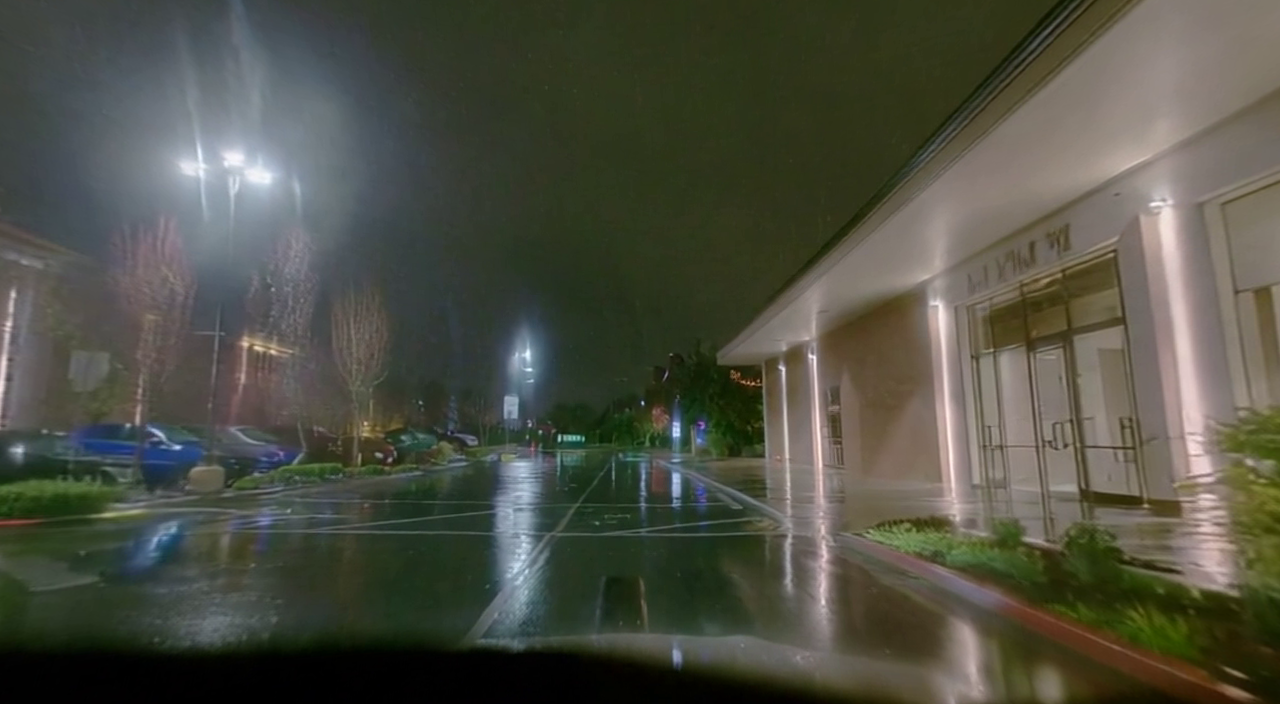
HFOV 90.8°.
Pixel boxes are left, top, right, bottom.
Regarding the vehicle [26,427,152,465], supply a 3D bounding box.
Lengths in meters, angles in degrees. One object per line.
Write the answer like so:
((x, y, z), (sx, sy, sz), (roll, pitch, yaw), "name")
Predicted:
((-24.636, 4.209, 28.465), (1.773, 1.498, 4.085), (3, -8, 3), "vehicle")

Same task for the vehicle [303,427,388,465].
((-13.246, 4.261, 28.726), (1.892, 1.597, 4.259), (0, -8, -2), "vehicle")

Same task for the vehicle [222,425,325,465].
((-16.209, 4.155, 28.238), (1.928, 1.613, 4.197), (0, -8, 2), "vehicle")

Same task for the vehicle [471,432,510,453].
((-10.964, 6.696, 46.563), (1.968, 1.473, 4.493), (0, -8, -3), "vehicle")

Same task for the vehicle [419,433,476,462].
((-10.523, 5.238, 34.927), (1.891, 1.464, 4.646), (1, -8, -3), "vehicle")

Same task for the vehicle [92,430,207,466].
((-21.668, 4.248, 28.121), (1.909, 1.474, 3.908), (0, -8, 1), "vehicle")

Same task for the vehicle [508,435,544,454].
((-8.544, 6.944, 47.533), (1.898, 1.335, 3.869), (0, -8, 1), "vehicle")

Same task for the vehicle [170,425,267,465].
((-18.798, 4.163, 28.409), (1.902, 1.645, 3.903), (1, -8, -5), "vehicle")
